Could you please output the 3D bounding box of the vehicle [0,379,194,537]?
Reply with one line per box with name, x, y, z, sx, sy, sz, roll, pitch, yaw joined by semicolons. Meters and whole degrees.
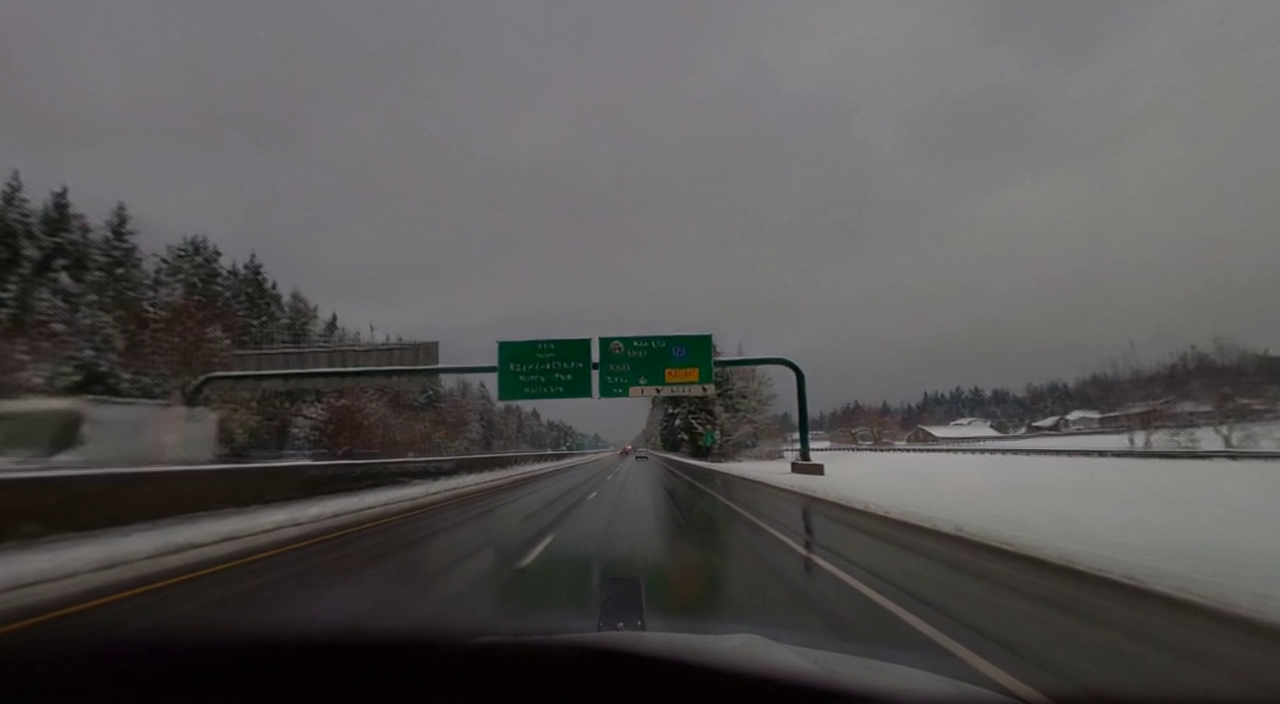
vehicle;-10.617;1.752;10.504;2.368;2.301;5.356;0;-9;0
